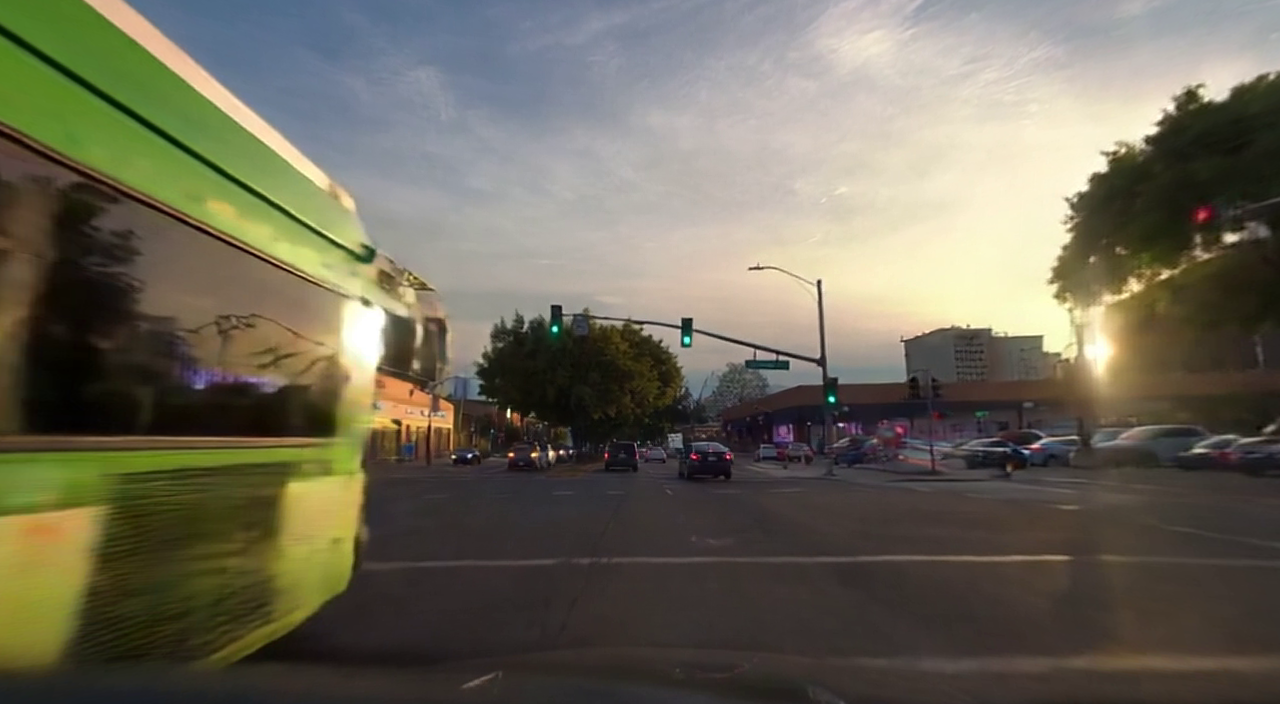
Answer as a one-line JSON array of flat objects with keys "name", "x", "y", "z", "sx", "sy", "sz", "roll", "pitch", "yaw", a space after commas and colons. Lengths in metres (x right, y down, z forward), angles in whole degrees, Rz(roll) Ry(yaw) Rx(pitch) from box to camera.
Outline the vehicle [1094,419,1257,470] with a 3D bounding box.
[{"name": "vehicle", "x": 24.008, "y": 4.164, "z": 28.665, "sx": 2.384, "sy": 1.959, "sz": 5.372, "roll": -2, "pitch": -7, "yaw": -4}]

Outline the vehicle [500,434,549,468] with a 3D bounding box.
[{"name": "vehicle", "x": -6.700, "y": 5.750, "z": 37.011, "sx": 2.242, "sy": 1.740, "sz": 4.659, "roll": -1, "pitch": -7, "yaw": -3}]

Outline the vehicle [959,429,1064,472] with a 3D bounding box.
[{"name": "vehicle", "x": 17.082, "y": 4.556, "z": 29.310, "sx": 2.020, "sy": 1.796, "sz": 4.600, "roll": -1, "pitch": -8, "yaw": 0}]

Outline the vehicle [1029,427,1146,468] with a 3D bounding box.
[{"name": "vehicle", "x": 20.420, "y": 4.385, "z": 29.039, "sx": 2.143, "sy": 1.731, "sz": 4.290, "roll": 0, "pitch": -8, "yaw": -1}]

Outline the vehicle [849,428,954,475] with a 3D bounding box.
[{"name": "vehicle", "x": 11.803, "y": 4.538, "z": 28.943, "sx": 2.304, "sy": 1.907, "sz": 4.844, "roll": 0, "pitch": -8, "yaw": -6}]

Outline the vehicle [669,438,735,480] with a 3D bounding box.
[{"name": "vehicle", "x": 2.403, "y": 4.261, "z": 25.442, "sx": 2.046, "sy": 1.540, "sz": 3.883, "roll": 0, "pitch": -8, "yaw": -3}]

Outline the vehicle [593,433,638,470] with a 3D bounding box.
[{"name": "vehicle", "x": -1.309, "y": 5.411, "z": 34.474, "sx": 2.301, "sy": 1.837, "sz": 4.411, "roll": 0, "pitch": -8, "yaw": -2}]

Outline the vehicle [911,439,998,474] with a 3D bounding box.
[{"name": "vehicle", "x": 14.255, "y": 4.722, "z": 28.833, "sx": 1.860, "sy": 1.443, "sz": 3.772, "roll": 0, "pitch": -8, "yaw": -3}]
